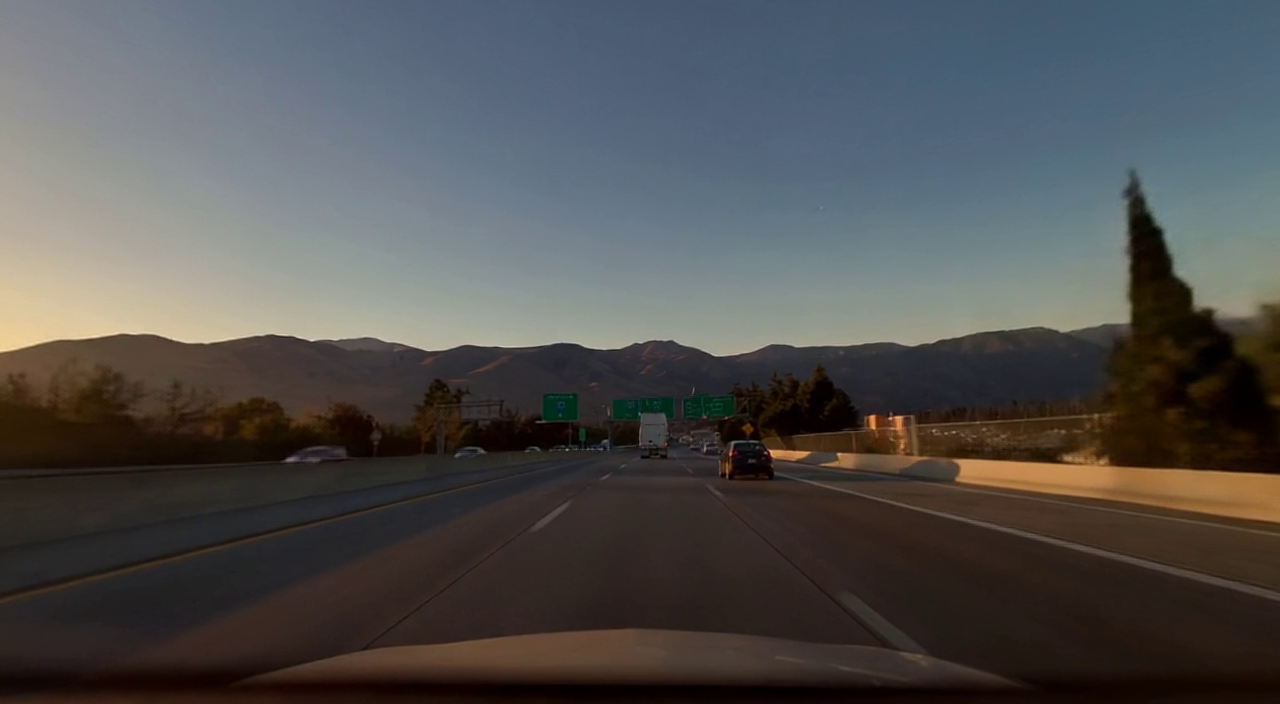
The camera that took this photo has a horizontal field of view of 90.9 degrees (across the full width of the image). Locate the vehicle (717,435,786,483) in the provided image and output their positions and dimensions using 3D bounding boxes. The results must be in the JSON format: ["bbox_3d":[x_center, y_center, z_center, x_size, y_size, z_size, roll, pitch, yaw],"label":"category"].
[{"bbox_3d":[4.075,3.963,23.612,1.880,1.624,3.941,0,-8,0],"label":"vehicle"}]

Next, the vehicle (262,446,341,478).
[{"bbox_3d":[-19.068,6.193,35.739,1.872,1.654,4.504,0,-8,1],"label":"vehicle"}]
